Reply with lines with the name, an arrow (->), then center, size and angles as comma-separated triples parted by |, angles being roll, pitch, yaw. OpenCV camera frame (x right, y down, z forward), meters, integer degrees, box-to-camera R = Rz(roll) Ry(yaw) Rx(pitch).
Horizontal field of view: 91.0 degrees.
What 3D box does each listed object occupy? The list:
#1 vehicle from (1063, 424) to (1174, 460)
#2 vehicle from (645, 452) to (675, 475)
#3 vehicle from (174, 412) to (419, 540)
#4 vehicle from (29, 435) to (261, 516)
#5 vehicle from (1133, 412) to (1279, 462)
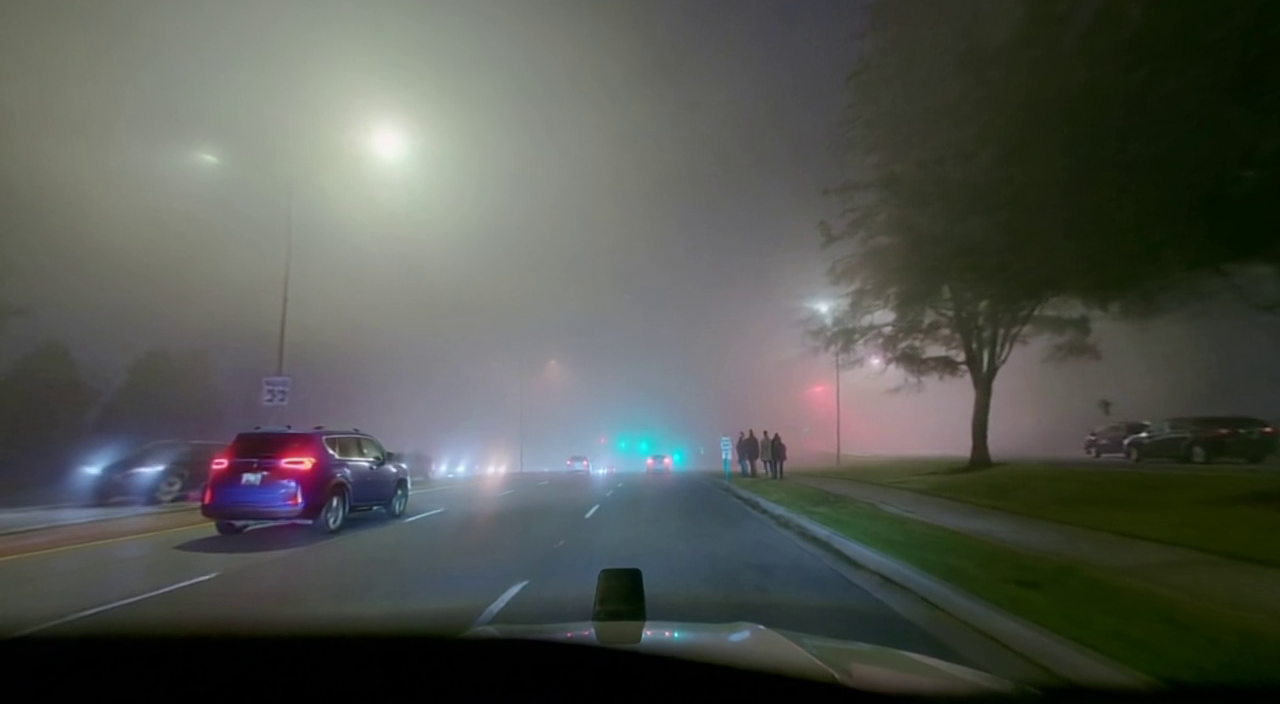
vehicle -> 22.993, 4.360, 30.531 | 2.001, 1.558, 4.803 | -1, -8, 6
vehicle -> 1.387, 8.081, 45.808 | 2.091, 1.494, 3.962 | 0, -8, 0
vehicle -> -5.964, 2.185, 11.721 | 2.027, 1.908, 4.273 | 0, -8, 1
vehicle -> -12.001, 2.975, 15.832 | 1.953, 1.697, 4.725 | 0, -8, 0
vehicle -> 22.129, 3.361, 24.784 | 2.018, 1.751, 4.637 | -1, -8, 6
